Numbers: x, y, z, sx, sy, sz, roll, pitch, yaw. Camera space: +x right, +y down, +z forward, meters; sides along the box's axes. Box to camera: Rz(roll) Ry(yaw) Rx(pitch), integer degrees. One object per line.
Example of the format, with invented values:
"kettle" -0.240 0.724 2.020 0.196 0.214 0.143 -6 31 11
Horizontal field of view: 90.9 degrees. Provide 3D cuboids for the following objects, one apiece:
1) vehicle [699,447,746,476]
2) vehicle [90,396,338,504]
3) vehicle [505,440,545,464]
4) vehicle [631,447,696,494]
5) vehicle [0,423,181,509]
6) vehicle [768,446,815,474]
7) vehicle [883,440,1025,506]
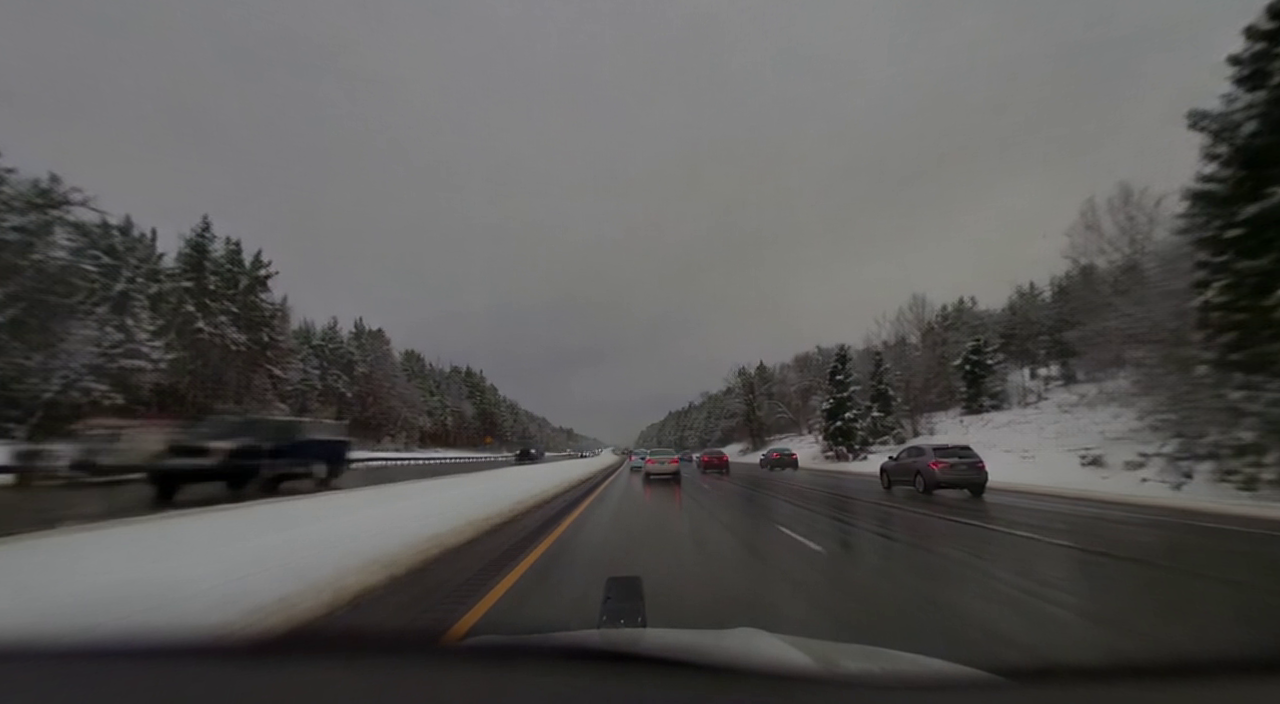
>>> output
"vehicle" 4.496 6.039 34.912 1.981 1.518 4.029 0 -9 0
"vehicle" -8.733 2.108 13.604 2.055 1.897 4.576 0 -9 1
"vehicle" -8.347 7.338 46.139 2.039 1.648 4.621 -1 -9 1
"vehicle" 0.740 3.980 21.480 2.020 1.426 3.702 0 -9 0
"vehicle" -12.510 2.437 13.780 1.835 1.583 4.021 0 -9 0
"vehicle" 9.306 6.652 39.039 1.957 1.594 3.632 0 -9 0
"vehicle" 8.249 3.191 17.014 1.847 1.554 3.752 0 -9 0
